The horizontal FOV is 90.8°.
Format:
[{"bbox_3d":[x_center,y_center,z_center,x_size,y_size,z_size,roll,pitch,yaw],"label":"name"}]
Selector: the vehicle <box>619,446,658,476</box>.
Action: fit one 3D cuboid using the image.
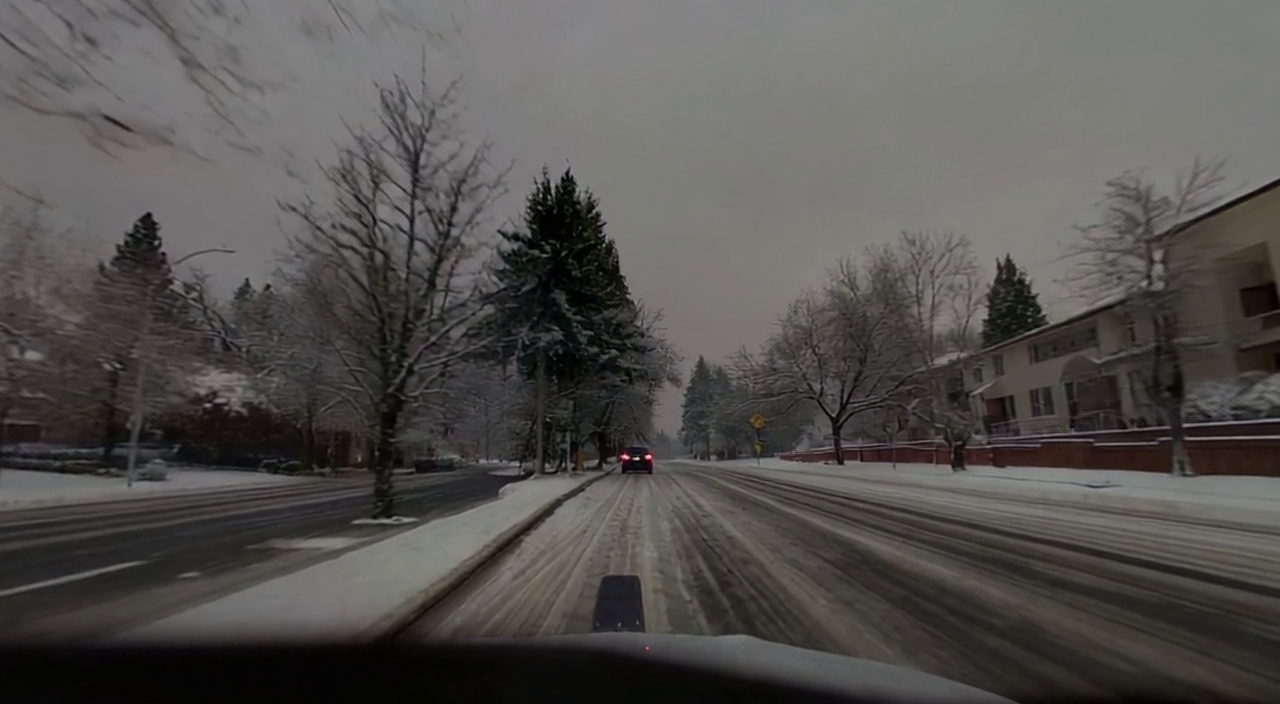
[{"bbox_3d":[-0.039,6.171,36.100,2.093,1.591,4.247,0,-9,1],"label":"vehicle"}]
